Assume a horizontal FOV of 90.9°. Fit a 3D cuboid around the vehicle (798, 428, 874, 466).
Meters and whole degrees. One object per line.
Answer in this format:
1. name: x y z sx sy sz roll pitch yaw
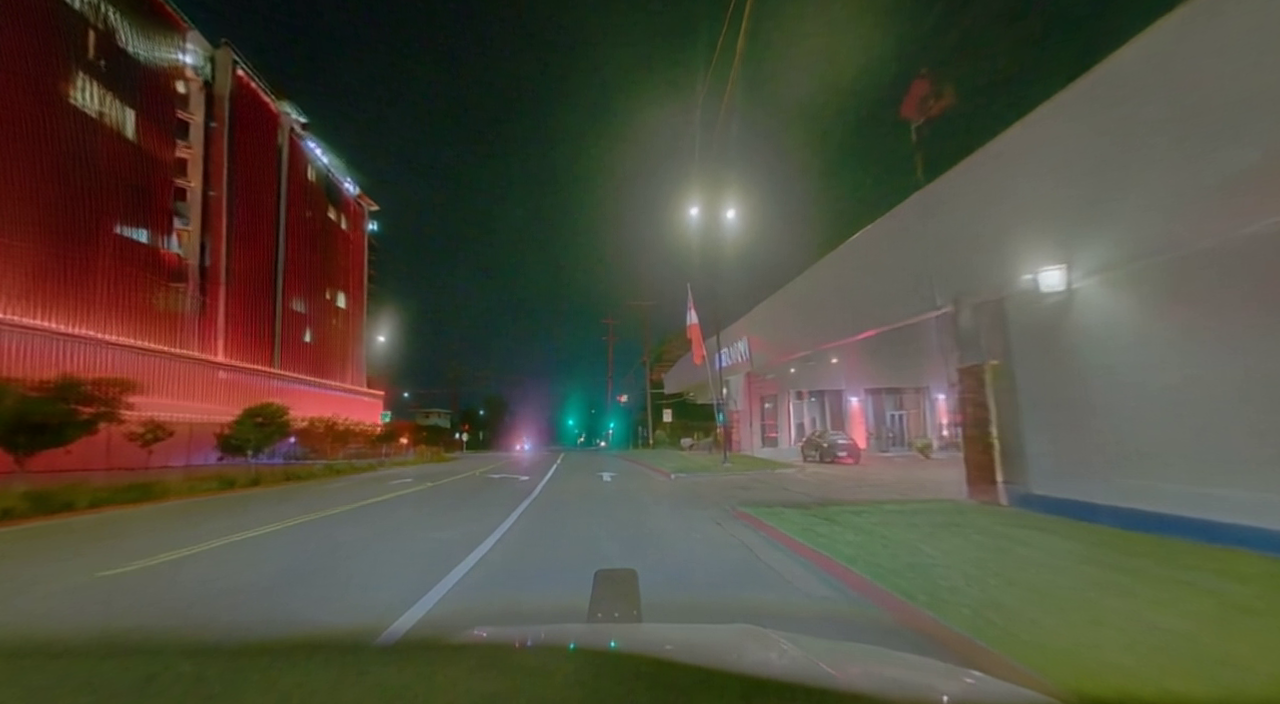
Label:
1. vehicle: 8.446 4.107 27.437 1.769 1.516 3.520 1 -8 -8
